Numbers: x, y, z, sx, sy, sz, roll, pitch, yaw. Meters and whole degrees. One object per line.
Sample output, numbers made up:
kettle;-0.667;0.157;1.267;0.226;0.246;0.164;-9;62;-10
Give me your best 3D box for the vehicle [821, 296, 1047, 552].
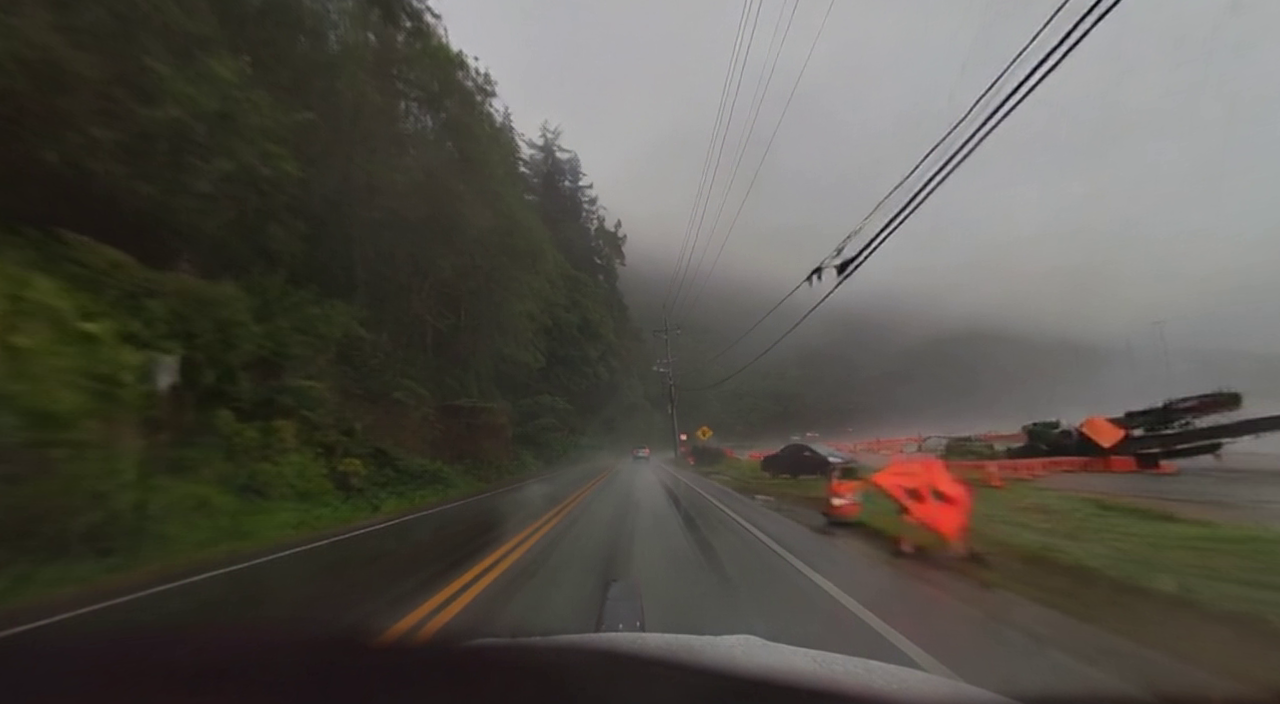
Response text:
vehicle;4.109;1.035;9.277;2.374;3.357;1.724;0;-9;4
